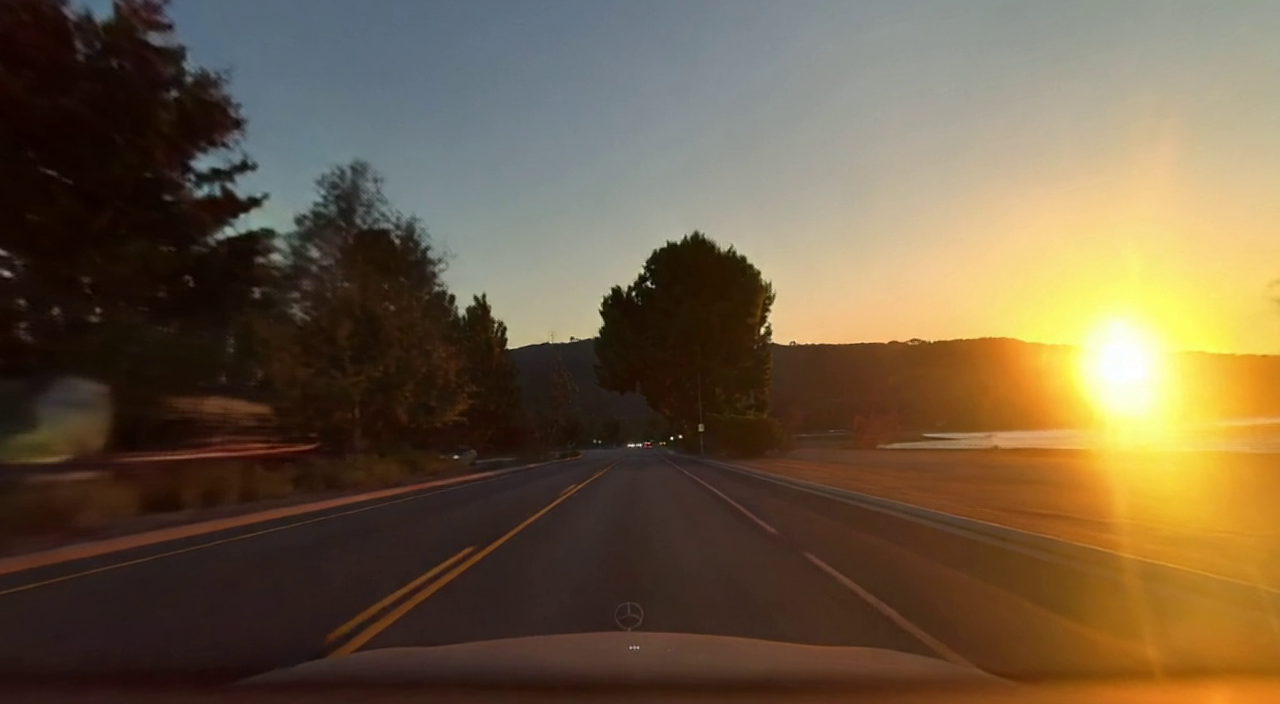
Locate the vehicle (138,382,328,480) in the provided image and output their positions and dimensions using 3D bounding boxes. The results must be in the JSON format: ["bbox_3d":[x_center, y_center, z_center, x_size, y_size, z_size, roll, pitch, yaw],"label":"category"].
[{"bbox_3d":[-17.274,3.547,27.689,2.816,3.640,8.061,0,-8,1],"label":"vehicle"}]

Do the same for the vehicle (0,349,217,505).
[{"bbox_3d":[-17.274,2.252,18.229,3.008,3.803,9.935,0,-8,0],"label":"vehicle"}]
